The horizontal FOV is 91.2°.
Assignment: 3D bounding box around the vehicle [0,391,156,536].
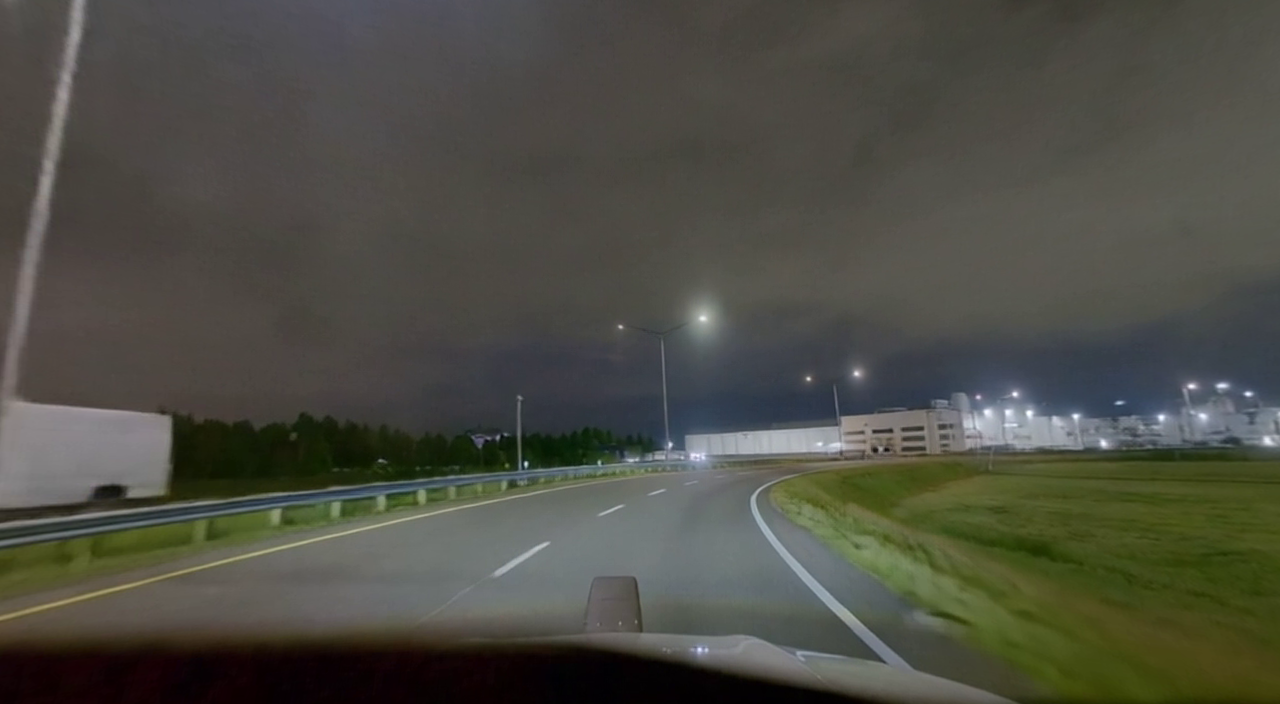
[{"bbox_3d":[-12.934,2.100,11.848,2.396,2.635,5.921,-1,-9,5],"label":"vehicle"}]
